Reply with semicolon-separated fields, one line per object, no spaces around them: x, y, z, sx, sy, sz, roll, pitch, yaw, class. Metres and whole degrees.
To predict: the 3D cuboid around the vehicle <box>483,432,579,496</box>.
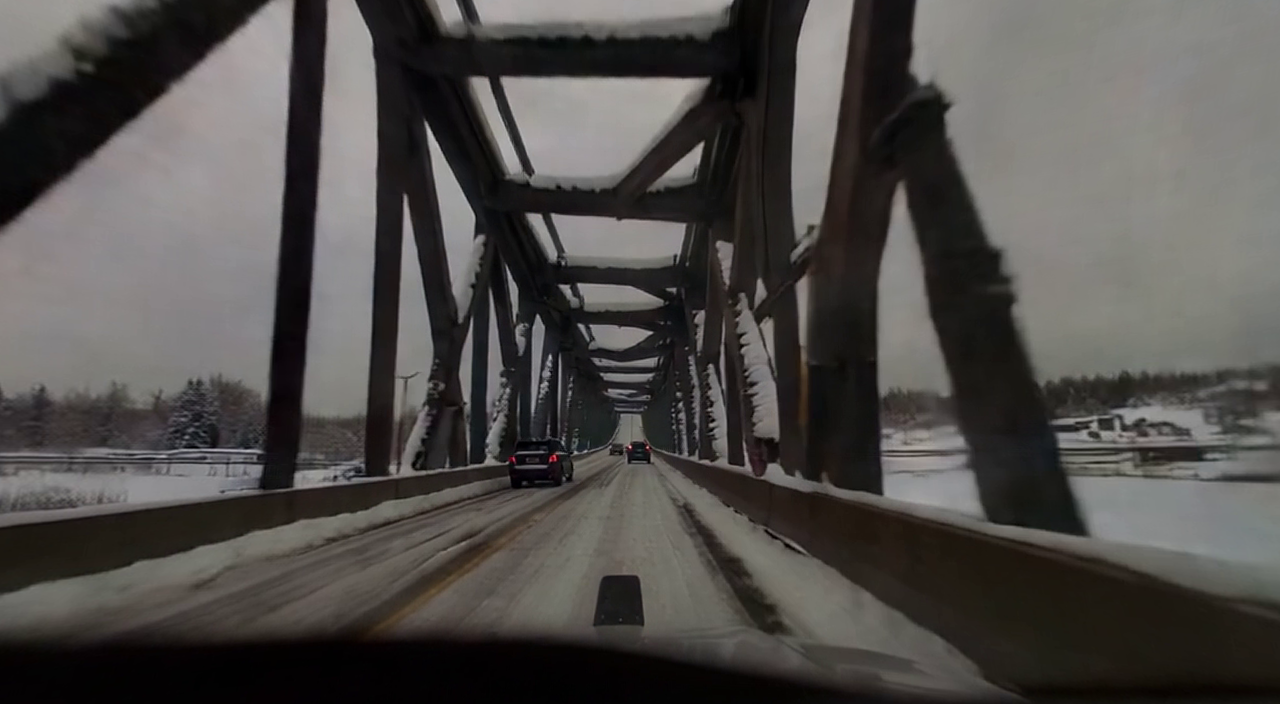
-3.345;3.553;20.442;2.190;1.807;4.741;0;-9;1;vehicle

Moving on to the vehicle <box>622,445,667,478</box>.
0.210;5.203;30.344;2.048;1.450;3.973;0;-9;0;vehicle
